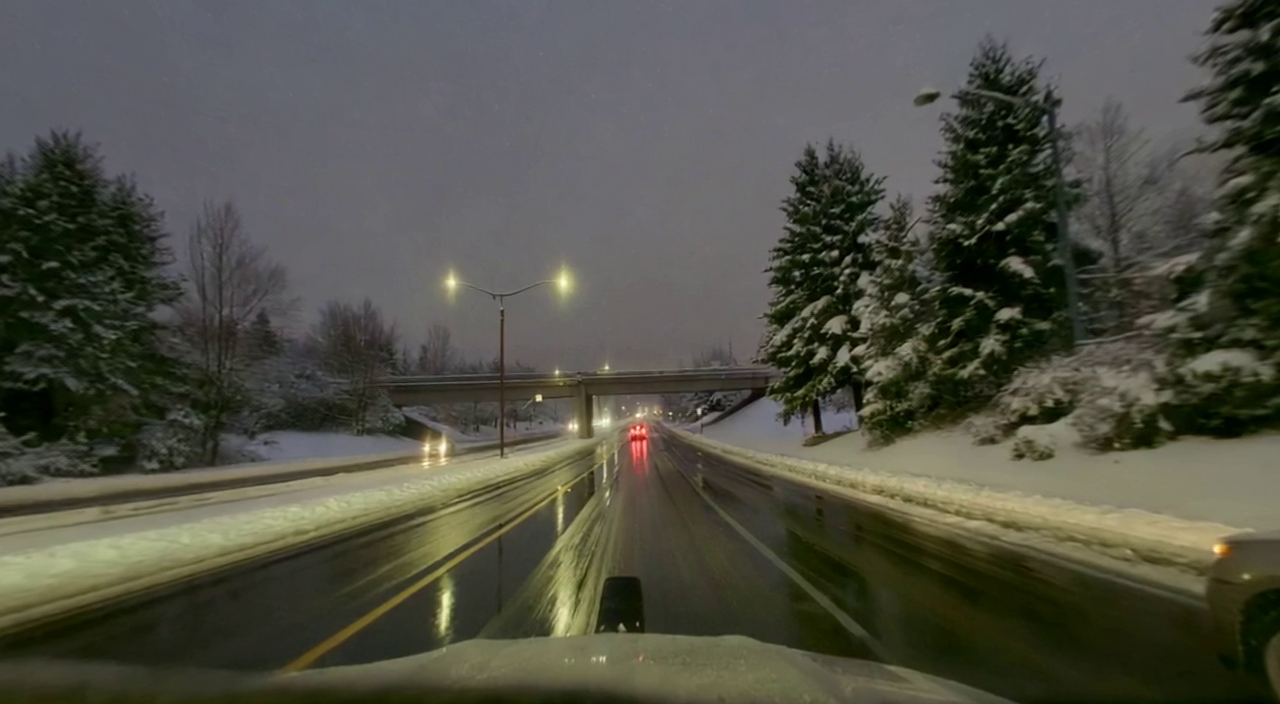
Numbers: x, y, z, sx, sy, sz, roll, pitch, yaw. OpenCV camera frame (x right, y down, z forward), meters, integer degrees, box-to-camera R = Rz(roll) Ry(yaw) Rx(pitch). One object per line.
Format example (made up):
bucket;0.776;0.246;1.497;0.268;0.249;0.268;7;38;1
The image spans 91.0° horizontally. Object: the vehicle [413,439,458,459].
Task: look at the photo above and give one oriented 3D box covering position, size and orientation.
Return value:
vehicle;-15.517;7.403;48.073;1.907;1.488;4.286;-1;-9;2
